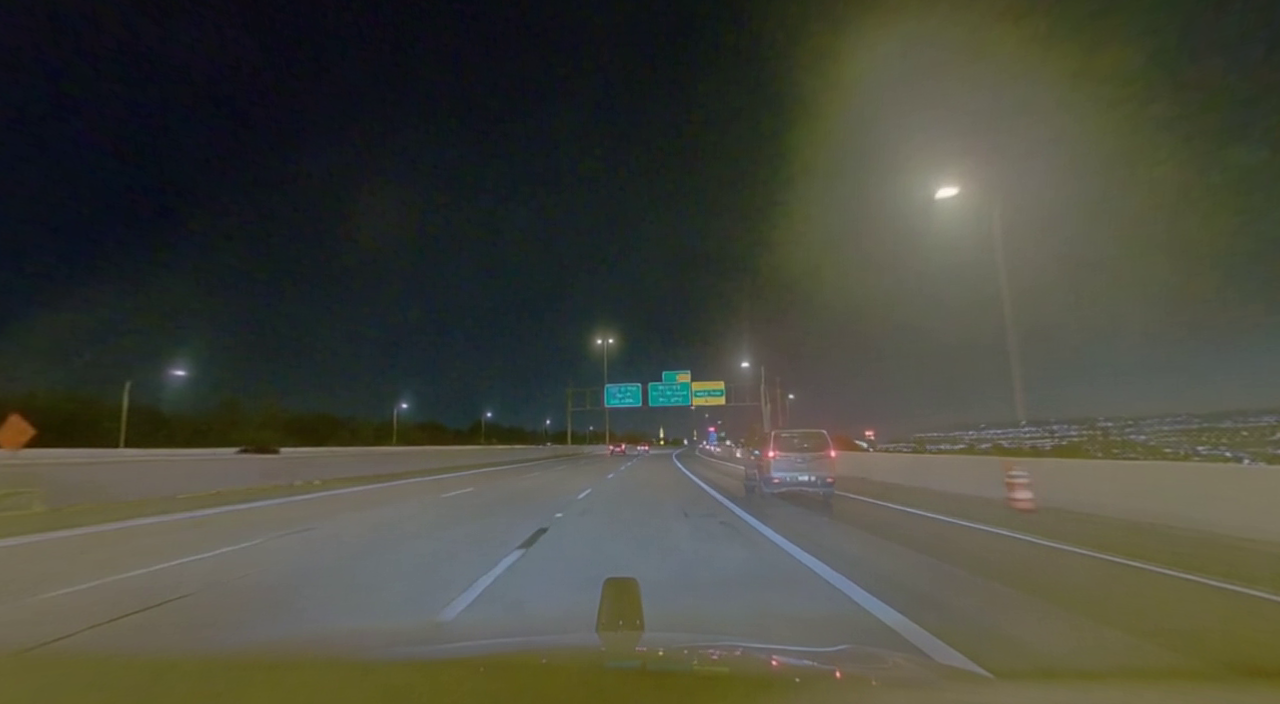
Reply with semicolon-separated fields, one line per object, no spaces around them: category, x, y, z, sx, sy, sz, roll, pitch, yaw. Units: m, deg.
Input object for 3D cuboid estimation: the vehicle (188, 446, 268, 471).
vehicle;-25.742;6.665;39.579;1.879;1.508;4.482;0;-9;2
